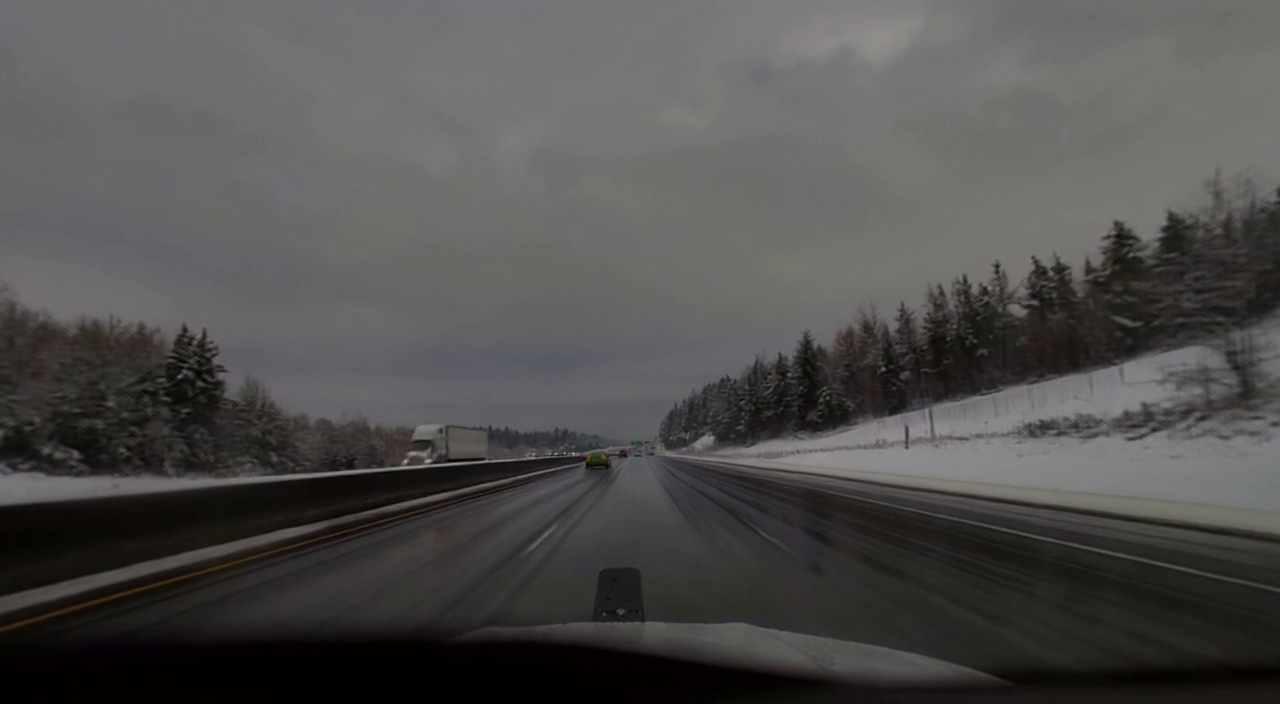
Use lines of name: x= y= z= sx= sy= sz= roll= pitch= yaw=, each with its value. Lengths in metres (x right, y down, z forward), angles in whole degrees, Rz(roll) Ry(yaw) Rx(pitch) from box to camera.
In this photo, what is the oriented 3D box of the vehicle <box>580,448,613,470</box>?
vehicle: x=-3.232 y=8.123 z=48.124 sx=2.180 sy=1.537 sz=4.459 roll=0 pitch=-9 yaw=0
